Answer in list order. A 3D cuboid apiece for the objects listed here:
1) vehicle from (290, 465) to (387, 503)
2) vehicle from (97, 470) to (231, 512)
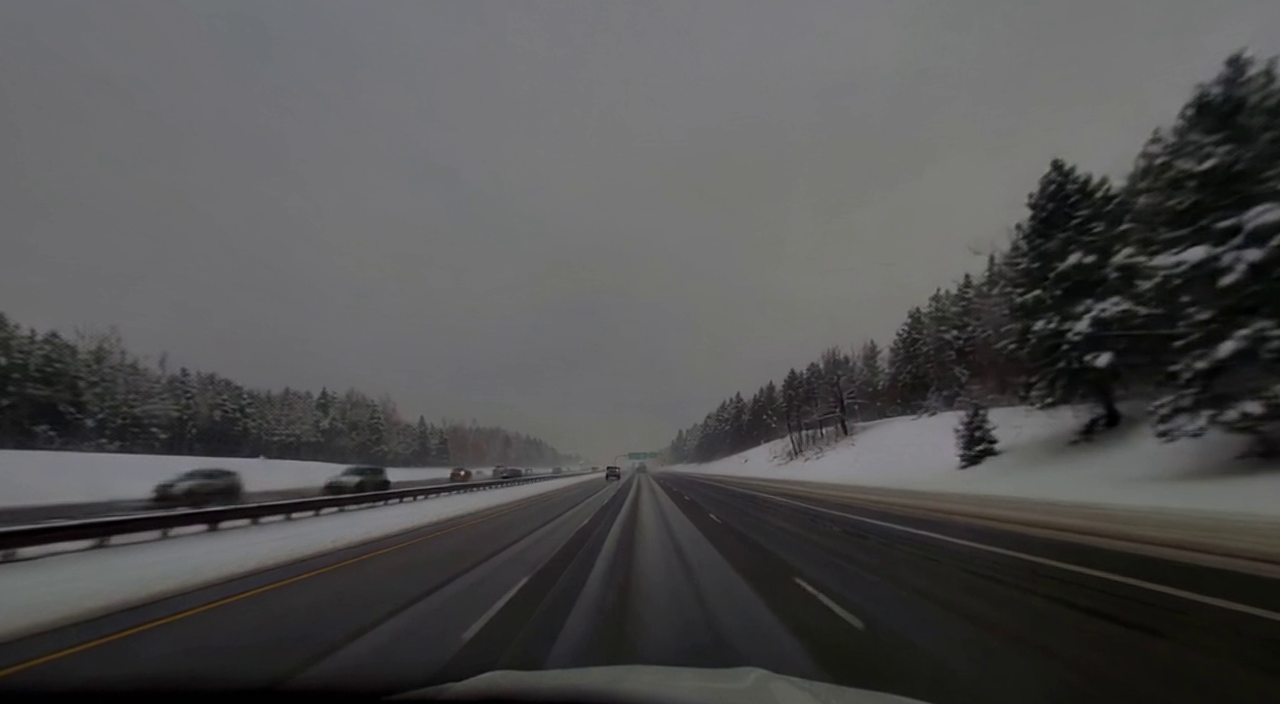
[{"bbox_3d":[-12.763,5.599,26.923,2.097,1.465,4.067,1,-10,0],"label":"vehicle"},{"bbox_3d":[-19.058,5.580,25.486,1.876,1.475,4.583,1,-10,-1],"label":"vehicle"}]
